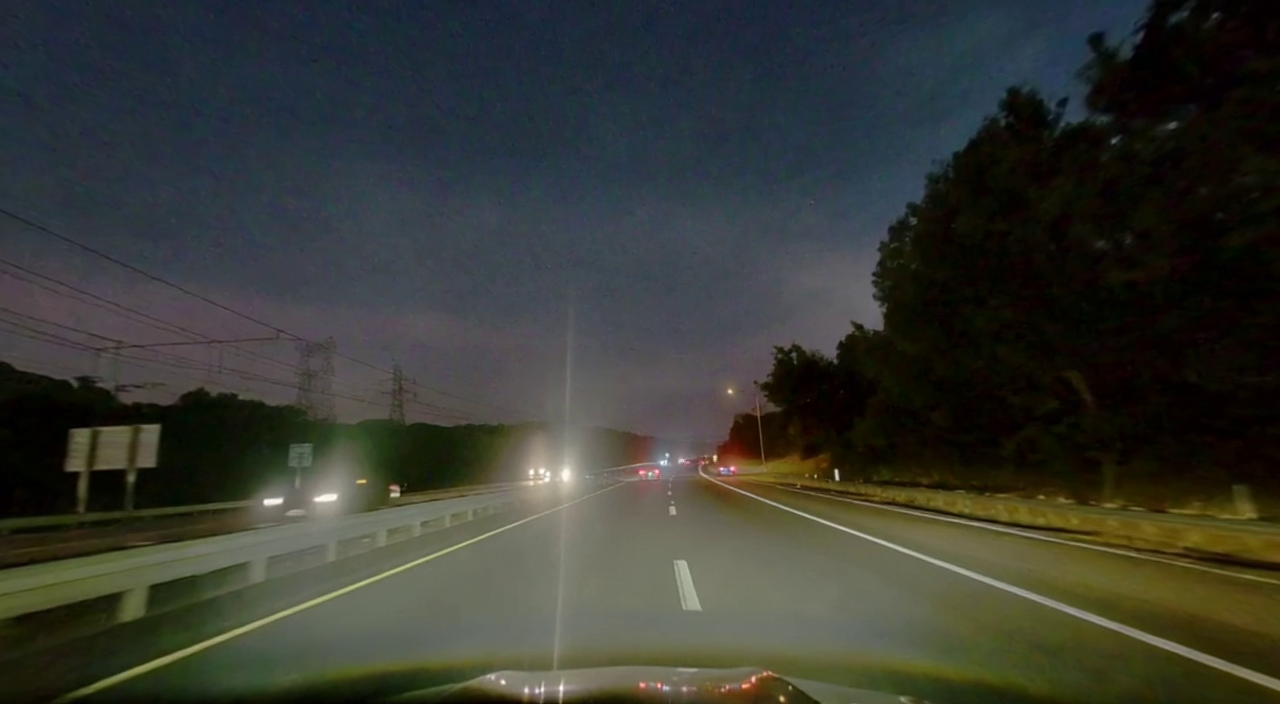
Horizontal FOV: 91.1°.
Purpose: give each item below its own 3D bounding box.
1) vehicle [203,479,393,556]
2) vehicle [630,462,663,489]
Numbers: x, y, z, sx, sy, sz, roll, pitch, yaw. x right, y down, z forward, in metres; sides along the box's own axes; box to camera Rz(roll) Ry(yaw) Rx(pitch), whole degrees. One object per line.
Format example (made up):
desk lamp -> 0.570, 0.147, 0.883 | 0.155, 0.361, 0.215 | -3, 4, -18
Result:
vehicle -> -8.058, 3.913, 15.449 | 1.858, 1.450, 4.656 | 0, -10, 3
vehicle -> 0.447, 8.004, 40.890 | 2.038, 1.596, 4.246 | 1, -10, 2
